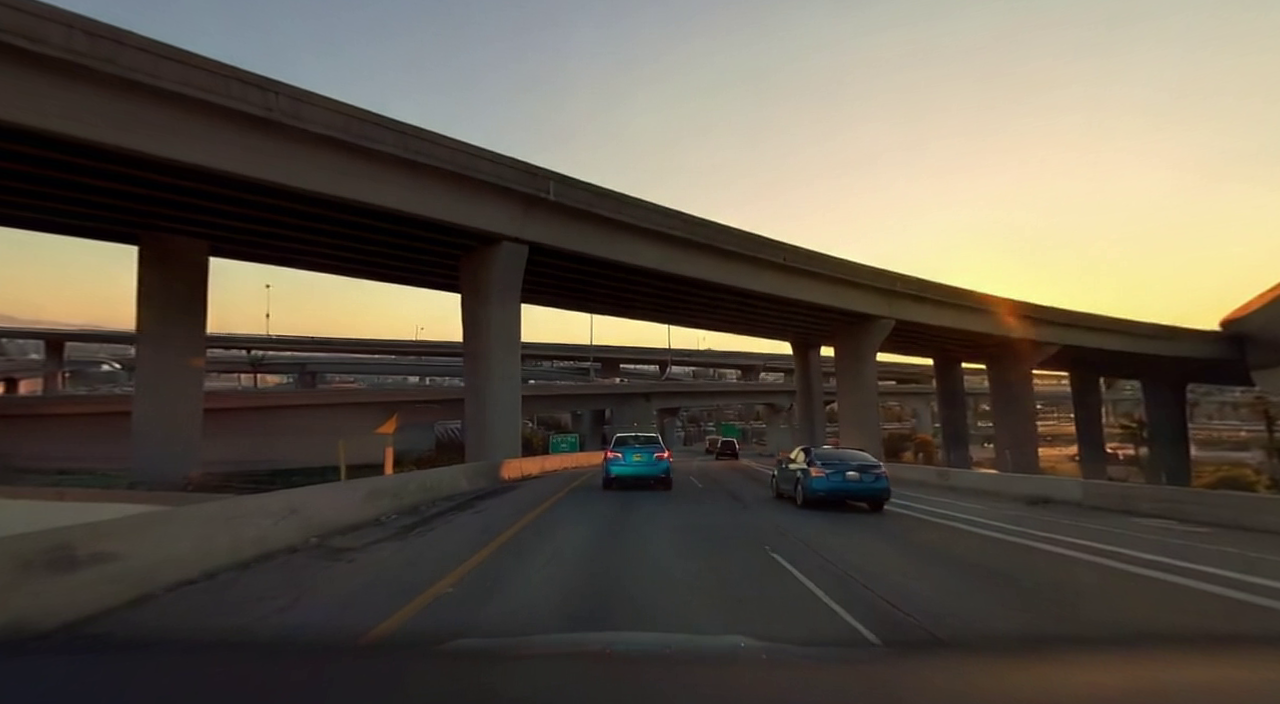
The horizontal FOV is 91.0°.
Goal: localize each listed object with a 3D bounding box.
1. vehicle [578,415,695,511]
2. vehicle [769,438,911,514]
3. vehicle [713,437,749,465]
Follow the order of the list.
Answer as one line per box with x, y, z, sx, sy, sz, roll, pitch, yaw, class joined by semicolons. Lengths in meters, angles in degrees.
0.019;2.502;14.601;2.264;1.841;4.583;0;-9;2;vehicle
4.424;2.786;14.671;2.047;1.500;4.017;0;-9;1;vehicle
5.911;6.473;41.231;2.047;1.700;4.069;-1;-9;5;vehicle
